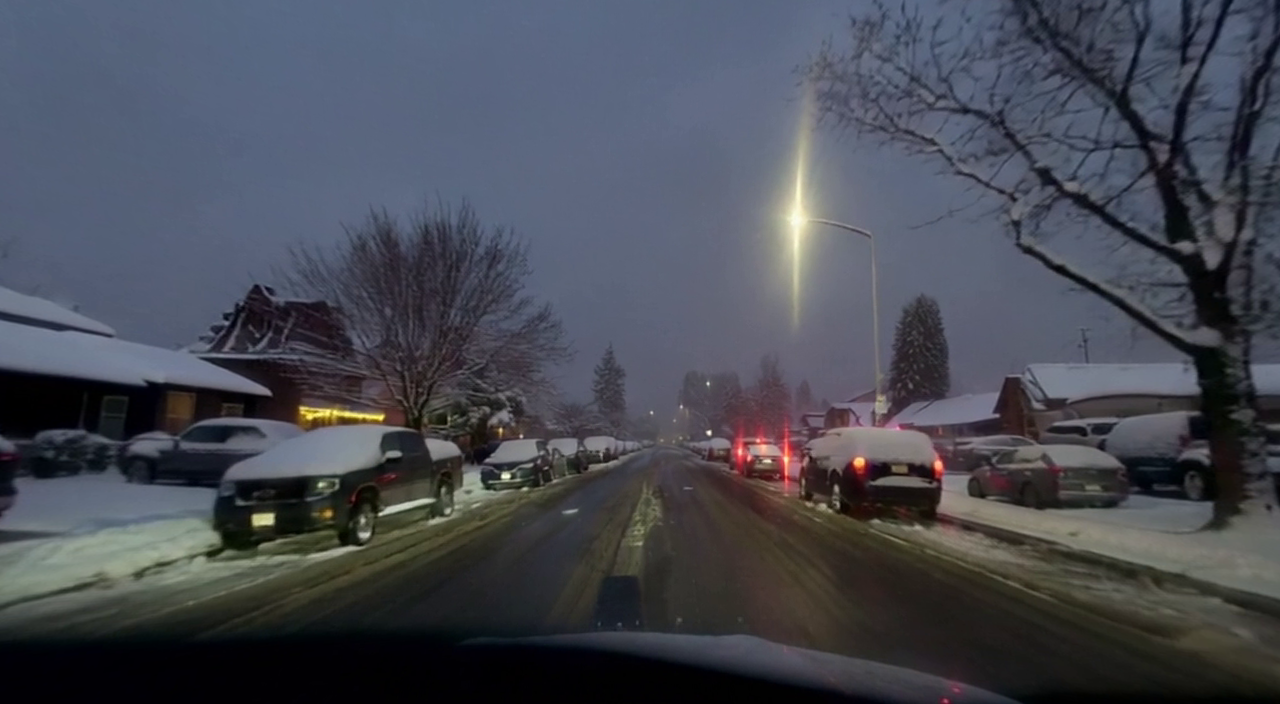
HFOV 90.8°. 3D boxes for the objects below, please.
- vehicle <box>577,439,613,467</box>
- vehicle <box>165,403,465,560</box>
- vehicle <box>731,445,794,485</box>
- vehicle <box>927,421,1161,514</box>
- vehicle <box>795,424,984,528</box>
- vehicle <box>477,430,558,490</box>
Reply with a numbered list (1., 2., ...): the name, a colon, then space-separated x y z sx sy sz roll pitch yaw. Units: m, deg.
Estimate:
1. vehicle: -3.070 7.072 44.141 2.035 1.822 4.348 0 -10 2
2. vehicle: -4.910 2.124 10.879 2.319 1.902 5.526 -2 -10 -1
3. vehicle: 5.354 4.983 28.367 1.850 1.516 5.066 0 -8 0
4. vehicle: 9.356 2.761 15.354 2.285 1.833 4.853 -1 -10 -2
5. vehicle: 5.333 2.722 14.611 2.201 1.896 5.632 0 -8 2
6. vehicle: -4.137 3.787 22.065 2.007 1.861 4.101 0 -11 0
